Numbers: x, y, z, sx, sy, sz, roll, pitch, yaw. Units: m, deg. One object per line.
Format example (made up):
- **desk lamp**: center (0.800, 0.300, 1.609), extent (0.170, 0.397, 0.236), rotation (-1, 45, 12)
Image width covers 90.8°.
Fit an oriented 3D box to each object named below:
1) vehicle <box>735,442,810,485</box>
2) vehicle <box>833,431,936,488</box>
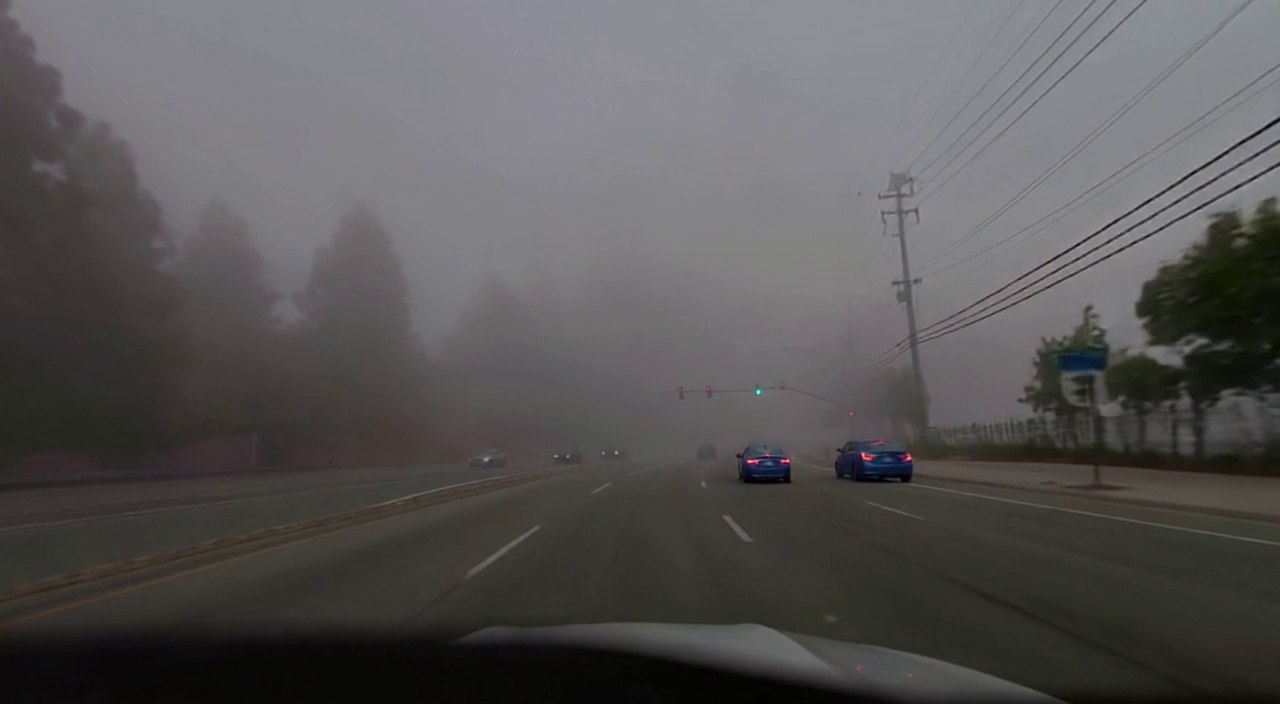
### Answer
- **vehicle**: center (4.901, 4.166, 23.970), extent (2.035, 1.460, 4.392), rotation (-1, -9, 2)
- **vehicle**: center (8.487, 3.788, 22.430), extent (2.029, 1.795, 4.371), rotation (-1, -9, 2)
